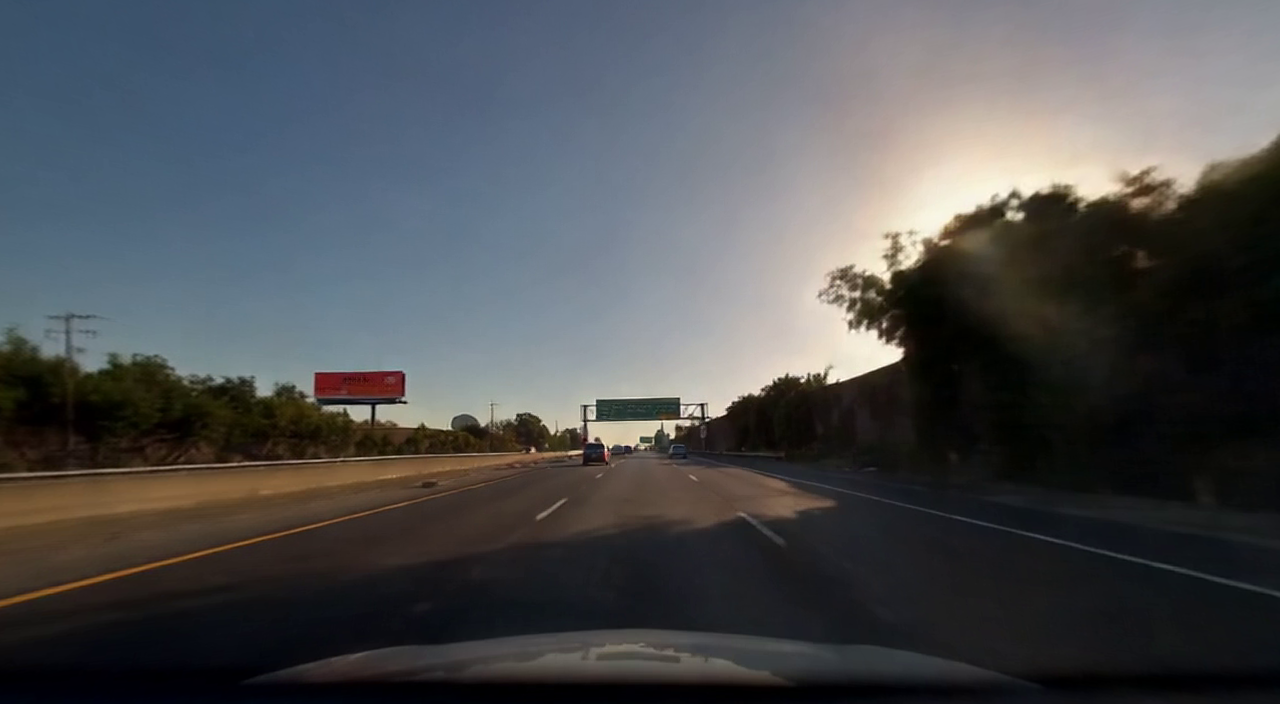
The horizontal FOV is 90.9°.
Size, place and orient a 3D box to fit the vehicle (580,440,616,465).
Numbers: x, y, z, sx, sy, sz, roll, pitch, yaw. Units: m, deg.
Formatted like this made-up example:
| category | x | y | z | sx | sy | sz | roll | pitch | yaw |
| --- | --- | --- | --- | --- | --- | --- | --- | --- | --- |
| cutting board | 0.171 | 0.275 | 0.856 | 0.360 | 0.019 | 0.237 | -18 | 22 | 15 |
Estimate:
| category | x | y | z | sx | sy | sz | roll | pitch | yaw |
| --- | --- | --- | --- | --- | --- | --- | --- | --- | --- |
| vehicle | -2.958 | 7.203 | 45.370 | 2.319 | 1.738 | 4.355 | 0 | -8 | 0 |
